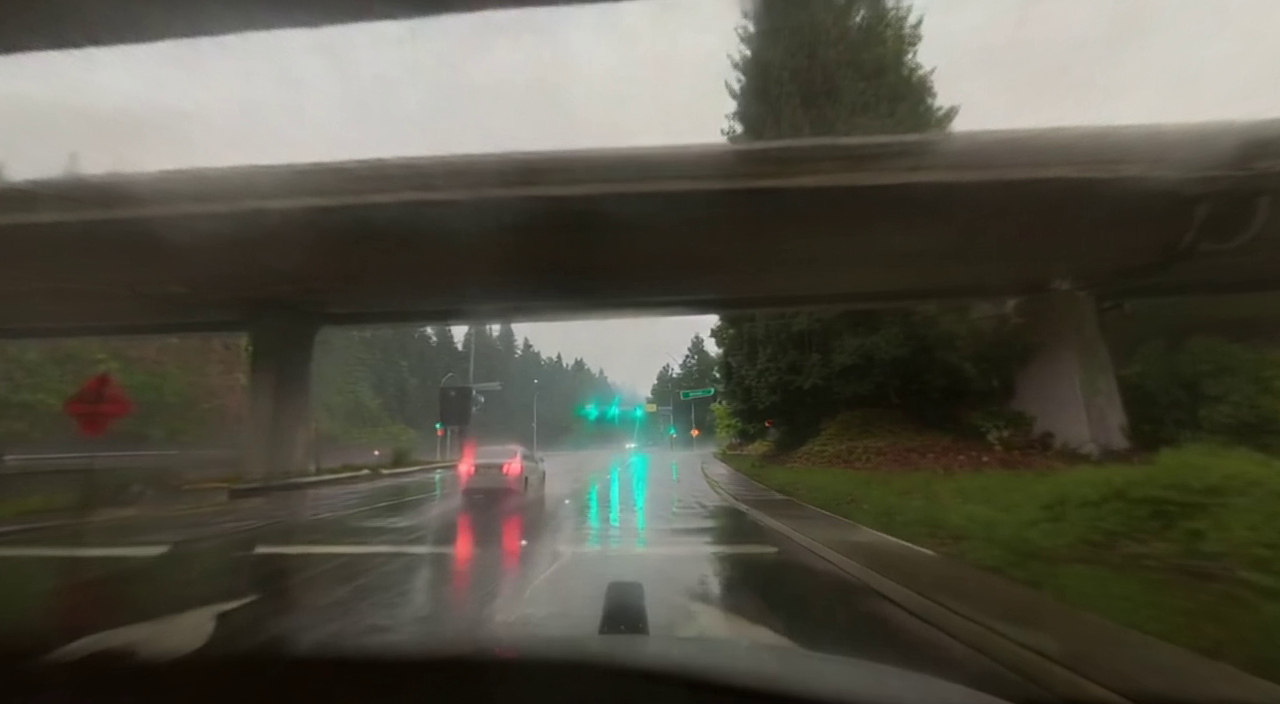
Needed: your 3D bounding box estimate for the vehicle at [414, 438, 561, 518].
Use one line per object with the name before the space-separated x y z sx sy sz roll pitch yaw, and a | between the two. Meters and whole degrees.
vehicle | -3.106 2.686 13.960 1.963 1.460 4.614 -1 -9 2
